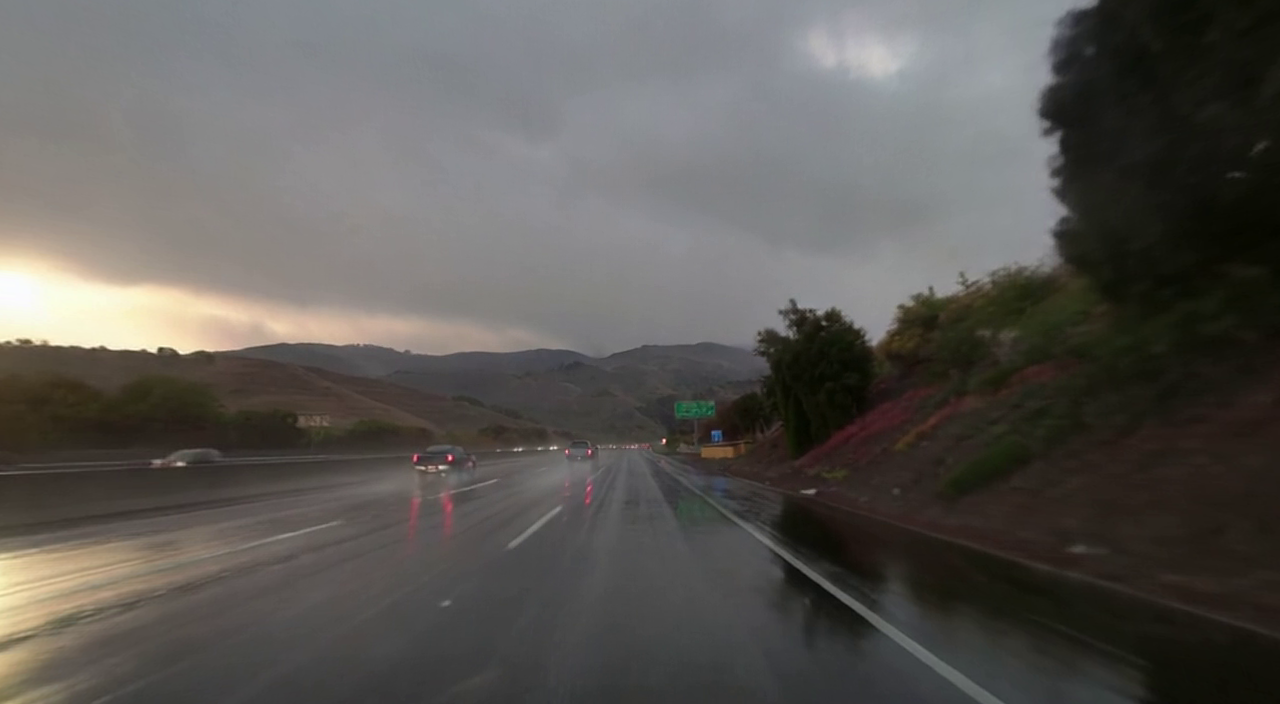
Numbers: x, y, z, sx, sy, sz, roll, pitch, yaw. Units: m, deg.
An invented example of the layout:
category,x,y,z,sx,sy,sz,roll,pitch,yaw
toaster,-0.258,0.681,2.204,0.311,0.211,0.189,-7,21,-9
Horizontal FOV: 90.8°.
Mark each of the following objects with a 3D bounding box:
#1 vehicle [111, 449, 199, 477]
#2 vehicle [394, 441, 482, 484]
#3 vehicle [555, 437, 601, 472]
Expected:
category,x,y,z,sx,sy,sz,roll,pitch,yaw
vehicle,-33.167,7.564,43.412,2.027,1.673,5.023,0,-8,-1
vehicle,-7.708,4.241,24.617,1.930,1.508,4.567,0,-9,0
vehicle,-3.281,5.551,34.296,2.029,1.753,4.718,0,-9,0
